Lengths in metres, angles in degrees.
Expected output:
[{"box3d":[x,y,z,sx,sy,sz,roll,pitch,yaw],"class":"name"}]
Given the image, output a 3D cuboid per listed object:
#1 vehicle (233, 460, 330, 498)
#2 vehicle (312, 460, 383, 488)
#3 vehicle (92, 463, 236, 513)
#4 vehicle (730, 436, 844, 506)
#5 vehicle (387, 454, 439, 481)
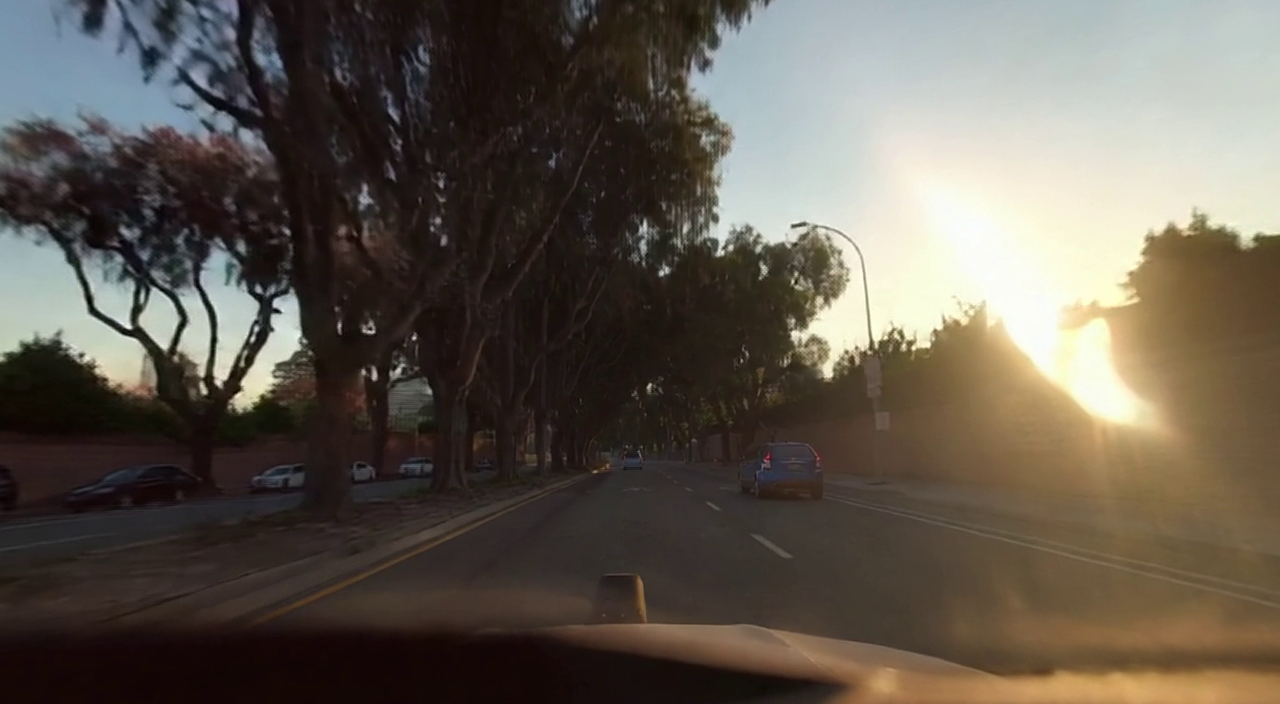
[{"box3d":[-17.468,6.188,31.076,2.099,1.558,4.533,-1,-8,0],"class":"vehicle"},{"box3d":[-17.687,7.397,38.500,2.071,1.489,4.724,-1,-9,0],"class":"vehicle"},{"box3d":[-17.097,4.870,22.998,1.933,1.494,4.259,0,-8,0],"class":"vehicle"},{"box3d":[4.074,3.386,18.407,2.155,1.752,4.456,0,-9,-1],"class":"vehicle"},{"box3d":[-17.412,8.886,48.743,2.096,1.816,5.362,-4,-9,-1],"class":"vehicle"}]
